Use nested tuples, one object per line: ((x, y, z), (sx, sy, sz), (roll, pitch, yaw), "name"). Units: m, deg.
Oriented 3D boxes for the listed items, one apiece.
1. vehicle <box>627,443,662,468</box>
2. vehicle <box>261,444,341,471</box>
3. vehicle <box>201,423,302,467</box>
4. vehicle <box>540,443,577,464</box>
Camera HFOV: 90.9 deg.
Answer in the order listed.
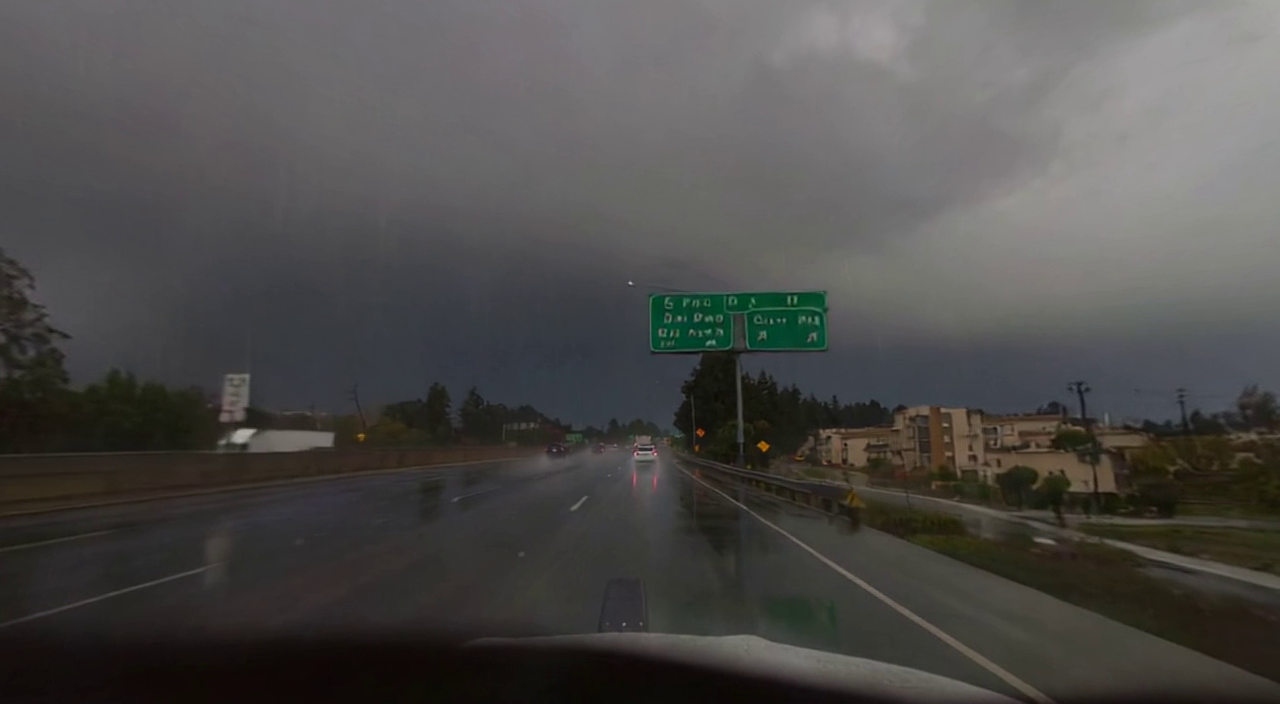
((0.259, 6.395, 39.037), (2.051, 1.443, 3.770), (0, -8, 1), "vehicle")
((-19.847, 6.185, 37.183), (1.997, 1.489, 4.592), (0, -8, 2), "vehicle")
((-23.118, 5.579, 37.905), (2.281, 2.427, 5.640), (0, -8, 2), "vehicle")
((-6.009, 7.545, 47.145), (2.075, 1.528, 4.327), (0, -8, 2), "vehicle")
